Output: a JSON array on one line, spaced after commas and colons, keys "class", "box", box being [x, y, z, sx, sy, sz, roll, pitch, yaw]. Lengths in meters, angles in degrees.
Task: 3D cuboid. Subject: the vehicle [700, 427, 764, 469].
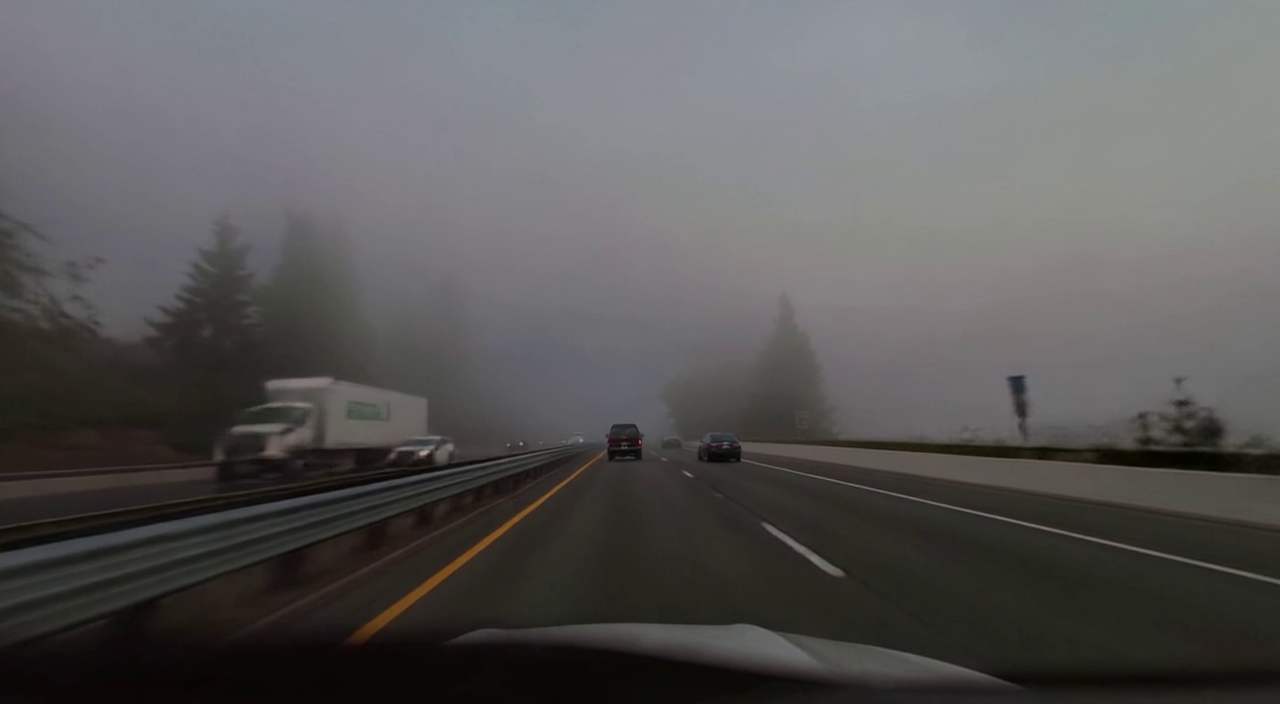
[{"class": "vehicle", "box": [3.775, 4.014, 26.569, 1.981, 1.606, 3.956, 0, -8, -2]}]

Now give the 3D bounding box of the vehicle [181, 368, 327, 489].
[{"class": "vehicle", "box": [-13.724, 2.774, 22.755, 2.990, 4.029, 3.259, 0, -8, -1]}]

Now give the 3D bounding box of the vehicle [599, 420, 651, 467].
[{"class": "vehicle", "box": [-0.721, 4.341, 30.164, 2.270, 2.044, 4.633, 0, -8, -2]}]

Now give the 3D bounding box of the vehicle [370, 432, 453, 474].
[{"class": "vehicle", "box": [-9.476, 4.187, 26.506, 1.953, 1.598, 4.409, 0, -8, -2]}]
